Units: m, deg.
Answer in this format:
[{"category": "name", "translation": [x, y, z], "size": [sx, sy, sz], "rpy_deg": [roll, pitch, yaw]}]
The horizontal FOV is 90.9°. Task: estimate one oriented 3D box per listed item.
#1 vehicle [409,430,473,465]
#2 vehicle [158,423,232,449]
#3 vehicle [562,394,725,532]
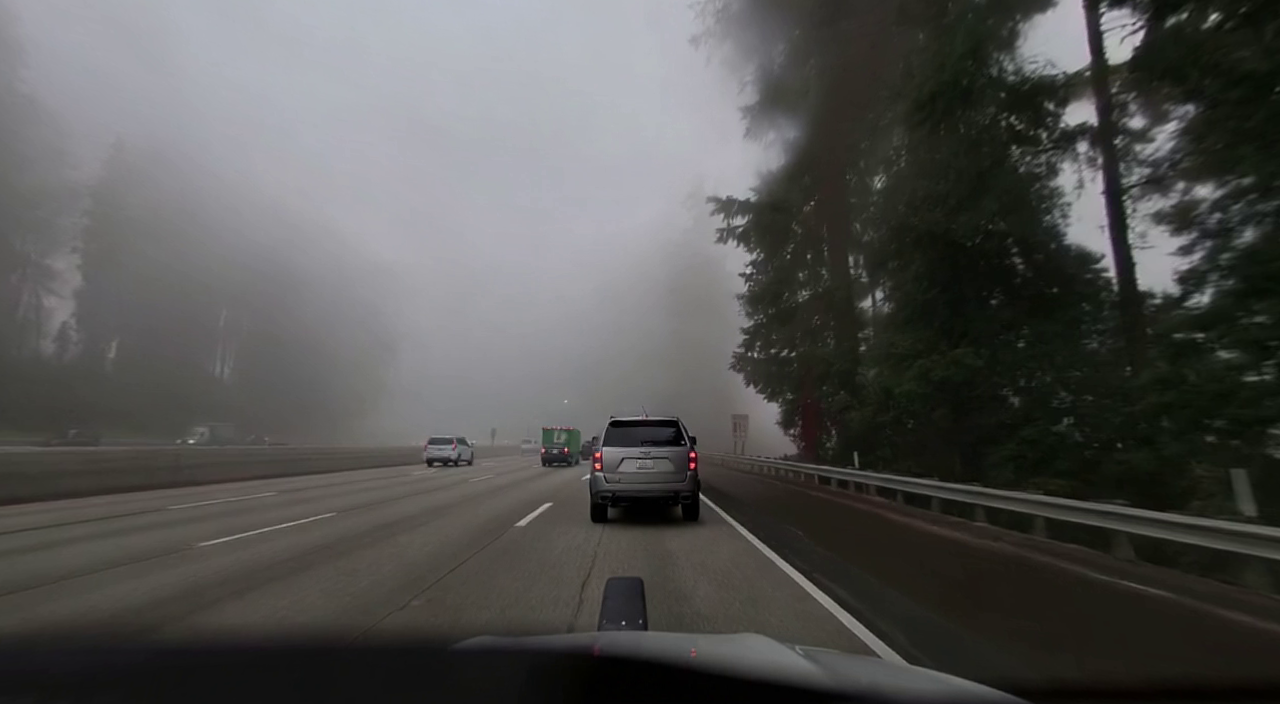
[{"category": "vehicle", "translation": [-10.906, 5.300, 34.981], "size": [2.009, 1.771, 4.540], "rpy_deg": [0, -8, 1]}, {"category": "vehicle", "translation": [-32.005, 6.124, 45.559], "size": [1.980, 1.783, 4.604], "rpy_deg": [0, -8, 0]}, {"category": "vehicle", "translation": [0.024, 1.987, 11.756], "size": [2.395, 2.013, 4.734], "rpy_deg": [0, -8, -1]}]
